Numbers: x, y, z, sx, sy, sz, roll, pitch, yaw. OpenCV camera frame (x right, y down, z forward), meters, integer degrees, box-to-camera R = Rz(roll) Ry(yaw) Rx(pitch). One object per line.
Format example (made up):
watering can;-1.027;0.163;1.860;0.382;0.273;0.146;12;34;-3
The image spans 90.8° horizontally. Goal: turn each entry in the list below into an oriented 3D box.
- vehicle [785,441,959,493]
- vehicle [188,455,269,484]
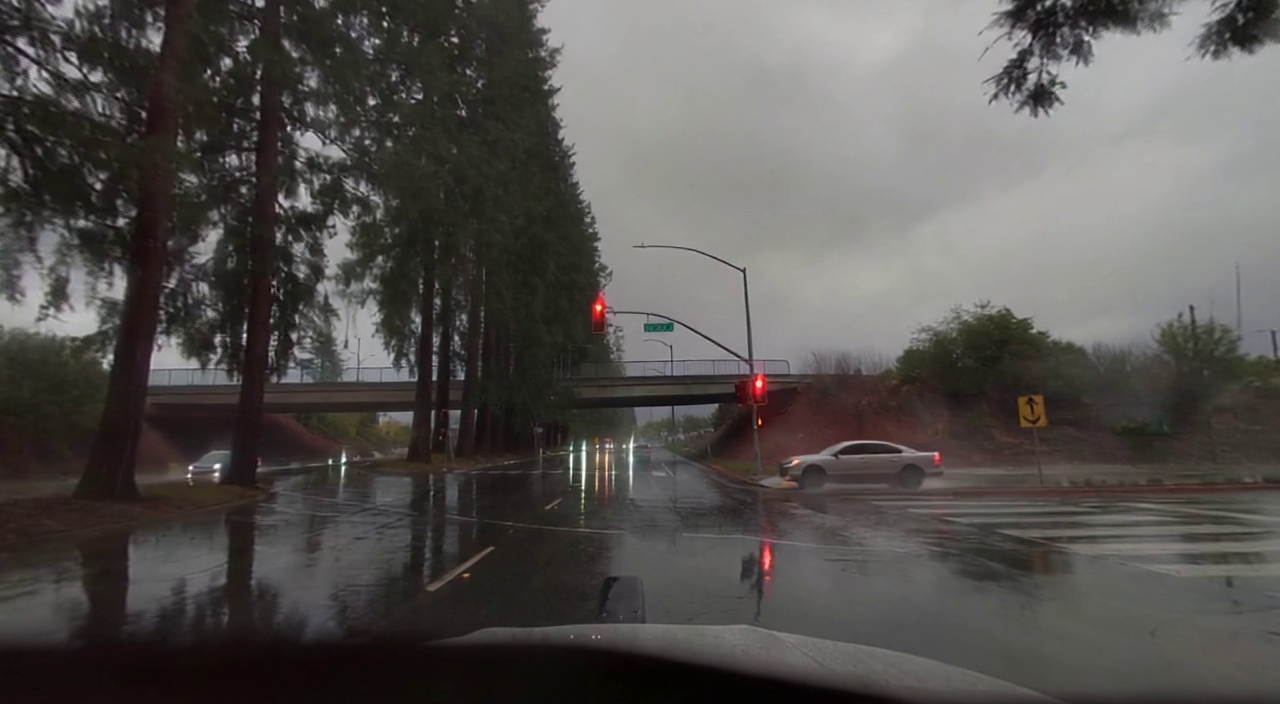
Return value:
vehicle;7.065;3.508;19.476;4.691;1.466;1.800;1;-9;-8
vehicle;-23.920;6.816;36.956;1.834;1.482;4.310;0;-9;0
